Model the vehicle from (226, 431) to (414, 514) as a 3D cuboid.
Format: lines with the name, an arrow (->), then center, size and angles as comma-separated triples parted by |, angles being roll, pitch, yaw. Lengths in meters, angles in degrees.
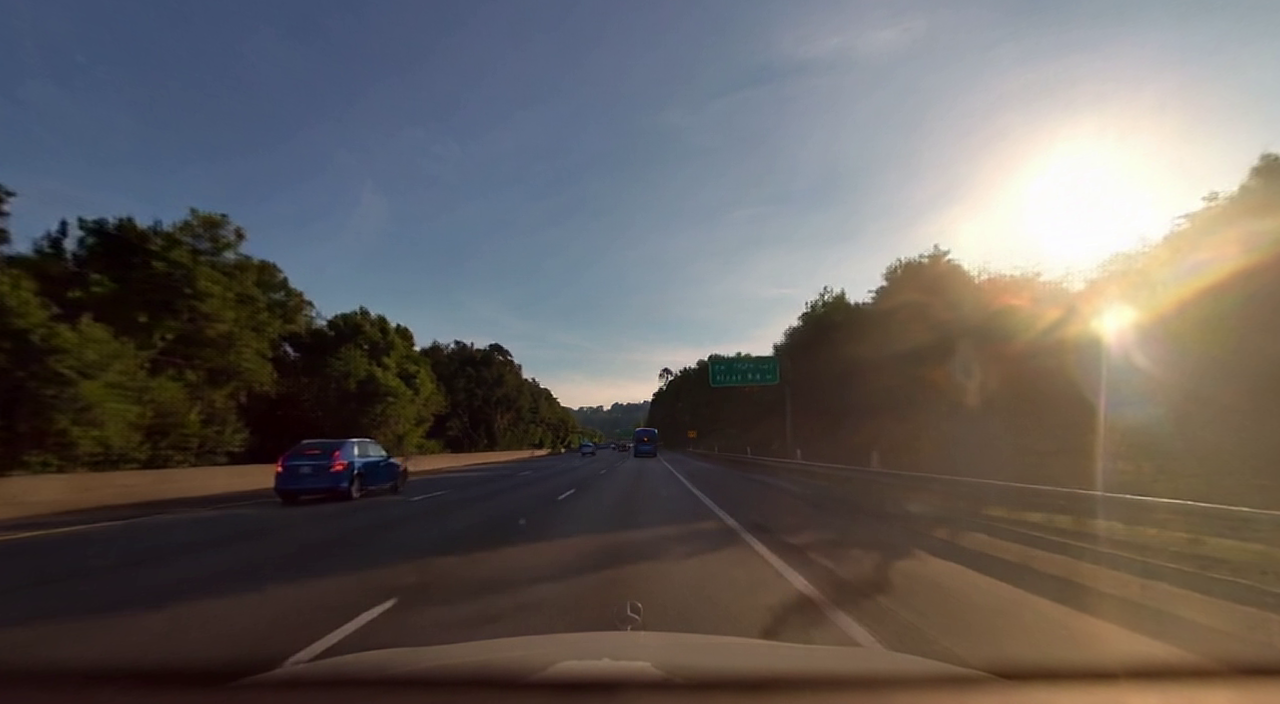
vehicle -> -7.429, 2.826, 15.344 | 2.080, 1.674, 4.660 | 0, -8, 1
